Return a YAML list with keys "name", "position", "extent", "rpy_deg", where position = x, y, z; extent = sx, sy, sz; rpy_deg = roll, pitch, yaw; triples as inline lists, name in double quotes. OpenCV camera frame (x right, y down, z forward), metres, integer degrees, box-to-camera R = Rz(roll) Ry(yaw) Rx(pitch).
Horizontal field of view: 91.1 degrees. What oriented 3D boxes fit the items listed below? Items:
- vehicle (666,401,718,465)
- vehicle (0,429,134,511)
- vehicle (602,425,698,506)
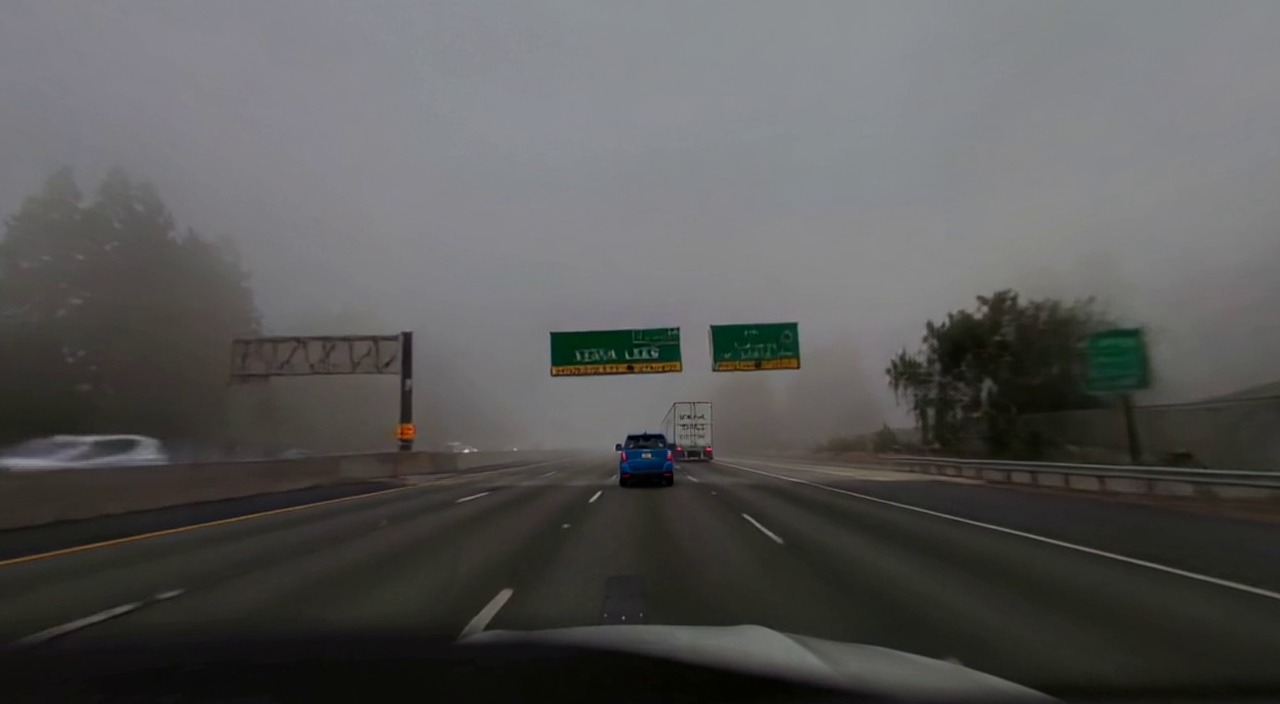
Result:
- name: "vehicle"
  position: [3.692, 6.405, 48.606]
  extent: [2.909, 4.135, 15.820]
  rpy_deg: [0, -8, 1]
- name: "vehicle"
  position: [-15.259, 2.744, 14.756]
  extent: [2.097, 1.813, 5.472]
  rpy_deg: [0, -8, 1]
- name: "vehicle"
  position: [0.247, 2.745, 15.606]
  extent: [2.054, 1.706, 4.201]
  rpy_deg: [0, -8, 1]
